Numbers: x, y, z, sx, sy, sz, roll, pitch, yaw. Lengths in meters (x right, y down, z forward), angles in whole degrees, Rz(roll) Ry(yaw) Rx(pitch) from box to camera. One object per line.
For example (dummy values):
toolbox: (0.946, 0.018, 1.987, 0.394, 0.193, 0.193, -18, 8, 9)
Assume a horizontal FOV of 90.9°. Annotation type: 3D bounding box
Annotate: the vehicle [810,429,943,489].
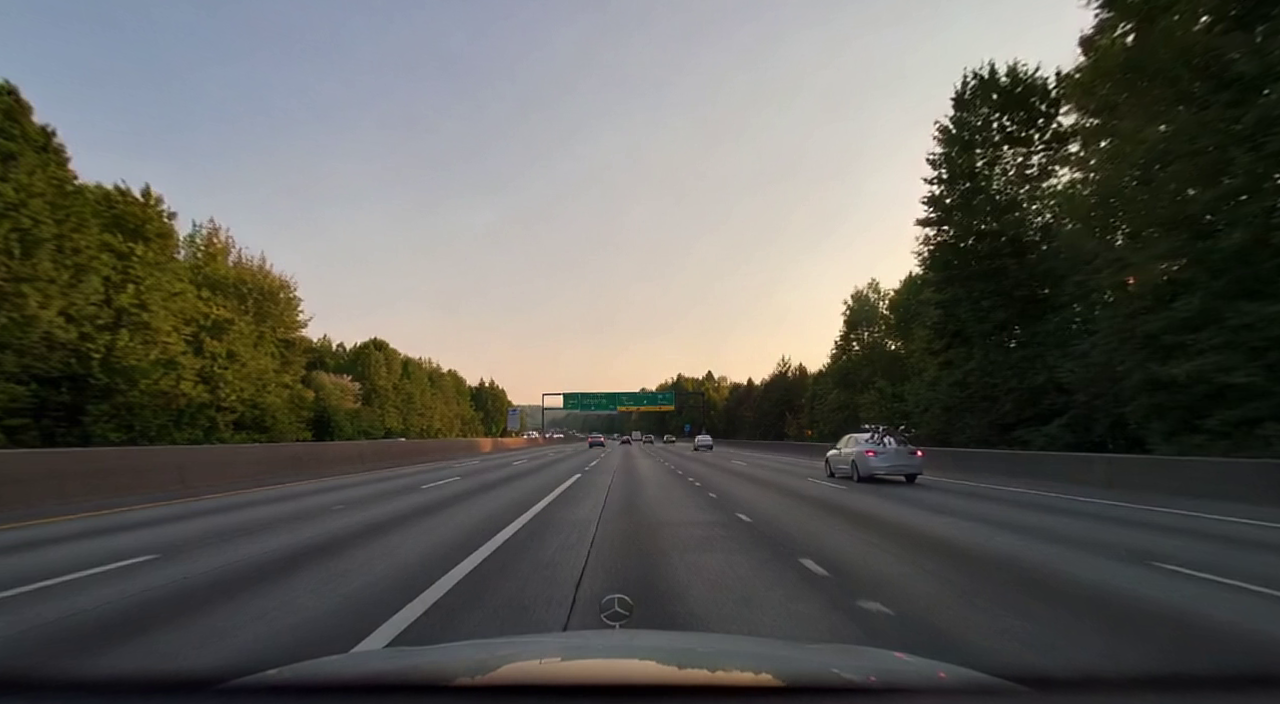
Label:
vehicle: (6.770, 3.088, 18.719, 2.034, 1.511, 4.785, 0, -8, -1)
